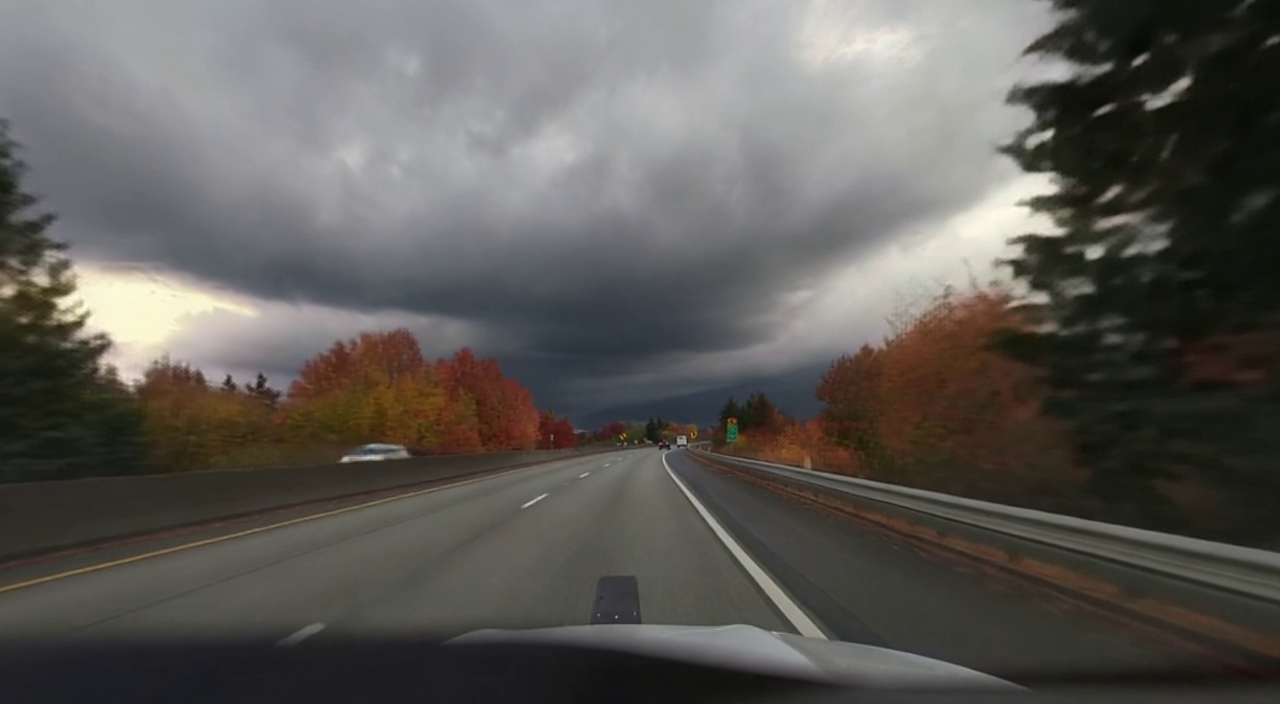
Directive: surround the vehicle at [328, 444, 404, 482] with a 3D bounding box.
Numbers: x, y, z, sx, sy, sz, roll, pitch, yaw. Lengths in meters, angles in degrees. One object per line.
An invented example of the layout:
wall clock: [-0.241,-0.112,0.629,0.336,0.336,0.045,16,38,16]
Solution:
vehicle: [-13.996,5.654,32.446,1.820,1.755,4.457,-1,-8,1]
